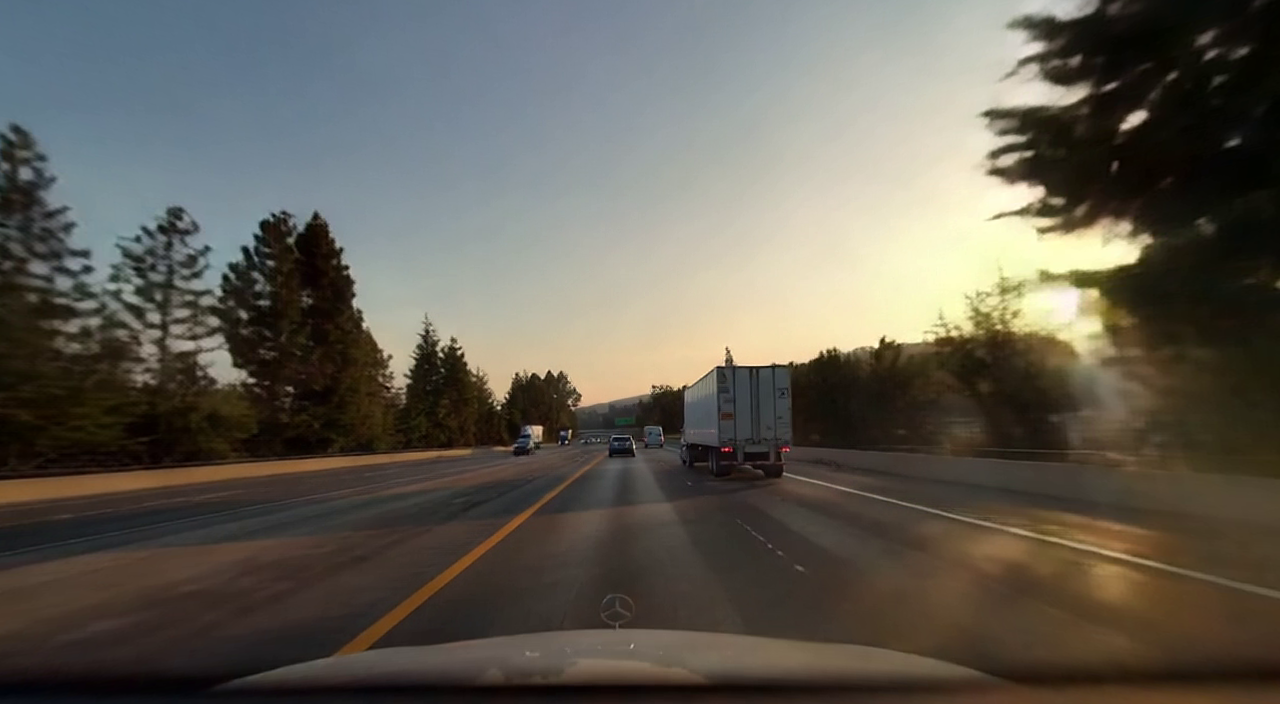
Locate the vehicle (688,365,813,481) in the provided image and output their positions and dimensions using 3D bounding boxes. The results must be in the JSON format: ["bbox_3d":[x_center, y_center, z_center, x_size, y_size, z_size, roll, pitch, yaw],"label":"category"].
[{"bbox_3d":[3.658,2.678,23.322,2.921,3.526,8.207,0,-8,-1],"label":"vehicle"}]

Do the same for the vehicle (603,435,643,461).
[{"bbox_3d":[-0.994,5.646,37.326,2.259,1.466,3.693,0,-8,-1],"label":"vehicle"}]
